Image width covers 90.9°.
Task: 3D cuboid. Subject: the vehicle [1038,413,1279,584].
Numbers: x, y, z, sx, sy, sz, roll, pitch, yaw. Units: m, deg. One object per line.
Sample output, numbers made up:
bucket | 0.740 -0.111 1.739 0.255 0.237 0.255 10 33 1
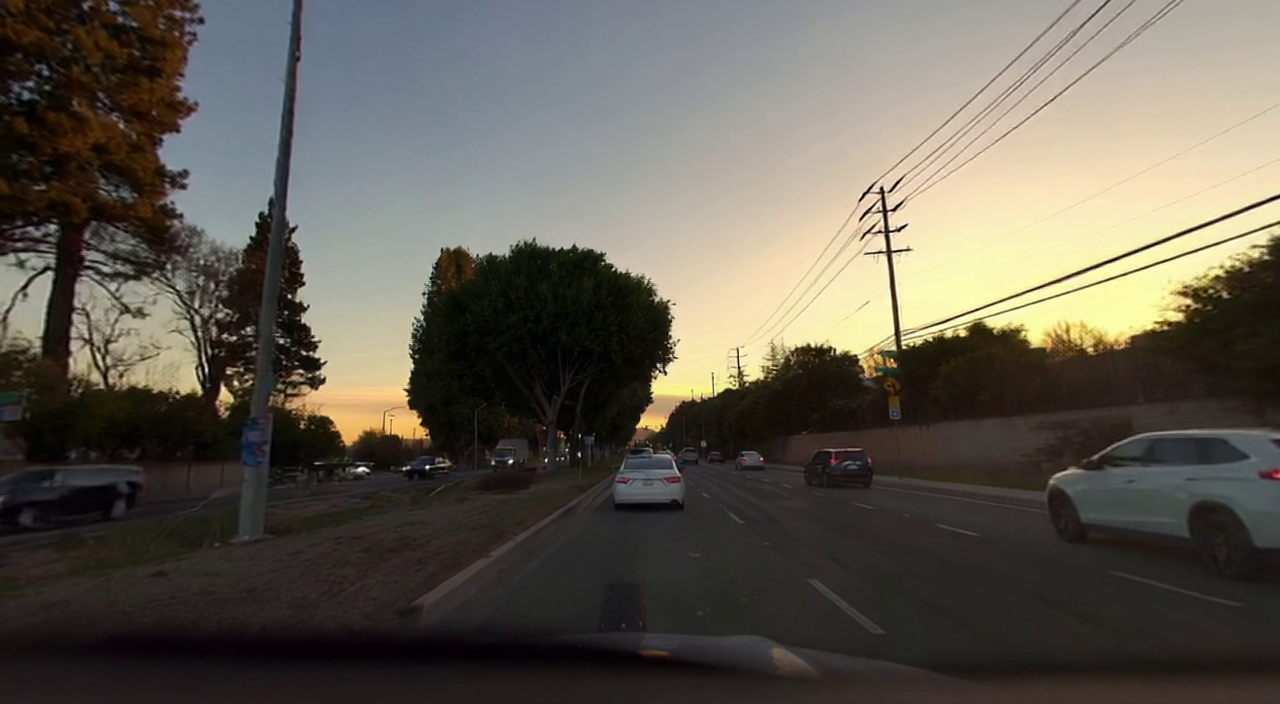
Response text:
vehicle | 7.252 1.636 7.562 1.983 1.649 4.557 0 -8 1

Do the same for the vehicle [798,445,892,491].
vehicle | 7.246 4.126 22.858 1.850 1.480 4.474 0 -8 -1

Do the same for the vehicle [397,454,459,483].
vehicle | -12.088 6.636 36.316 1.942 1.481 4.621 0 -8 1

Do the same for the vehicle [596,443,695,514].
vehicle | 0.134 2.997 15.470 2.108 1.479 3.935 0 -8 0

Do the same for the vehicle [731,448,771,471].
vehicle | 7.734 7.508 44.273 1.899 1.458 4.499 0 -8 -1

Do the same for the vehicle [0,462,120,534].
vehicle | -15.063 3.465 15.246 1.701 1.494 3.791 0 -8 0
